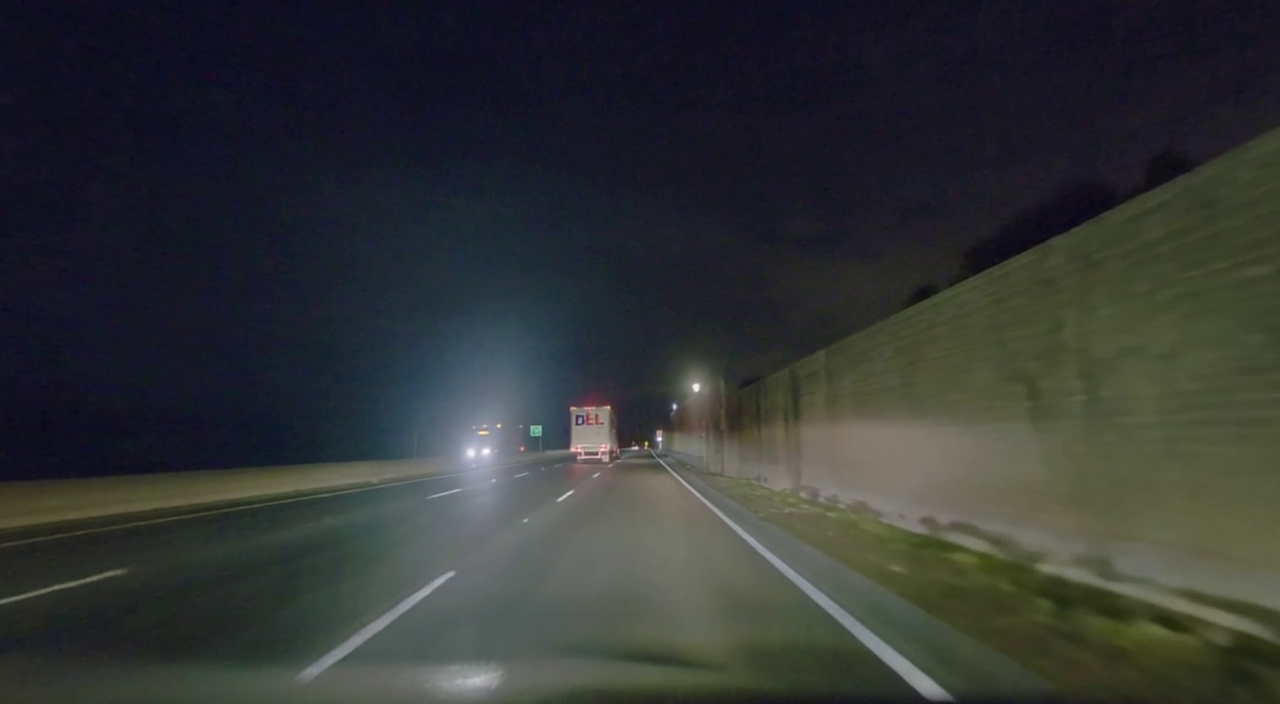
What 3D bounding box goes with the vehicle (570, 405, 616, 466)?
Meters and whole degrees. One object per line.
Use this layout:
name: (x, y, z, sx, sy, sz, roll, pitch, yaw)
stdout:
vehicle: (-3.420, 6.408, 48.033, 2.796, 4.184, 8.554, 0, -8, 1)
